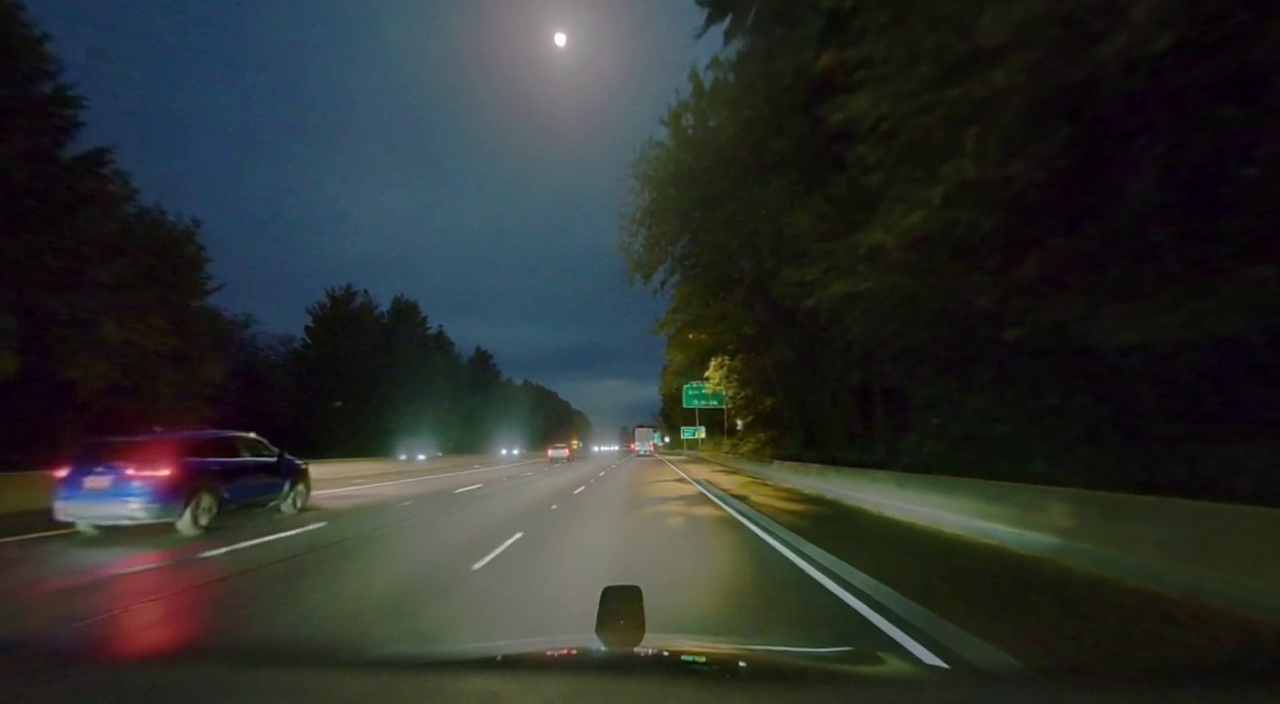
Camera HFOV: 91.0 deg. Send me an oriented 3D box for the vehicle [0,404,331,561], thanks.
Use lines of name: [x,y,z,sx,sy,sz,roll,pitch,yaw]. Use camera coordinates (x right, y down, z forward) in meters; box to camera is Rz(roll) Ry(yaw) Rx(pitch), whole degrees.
vehicle: [-7.119,1.860,9.720,2.253,1.815,4.618,0,-8,1]

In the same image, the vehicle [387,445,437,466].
vehicle: [-17.515,7.995,48.660,2.002,1.515,4.650,0,-8,1]
